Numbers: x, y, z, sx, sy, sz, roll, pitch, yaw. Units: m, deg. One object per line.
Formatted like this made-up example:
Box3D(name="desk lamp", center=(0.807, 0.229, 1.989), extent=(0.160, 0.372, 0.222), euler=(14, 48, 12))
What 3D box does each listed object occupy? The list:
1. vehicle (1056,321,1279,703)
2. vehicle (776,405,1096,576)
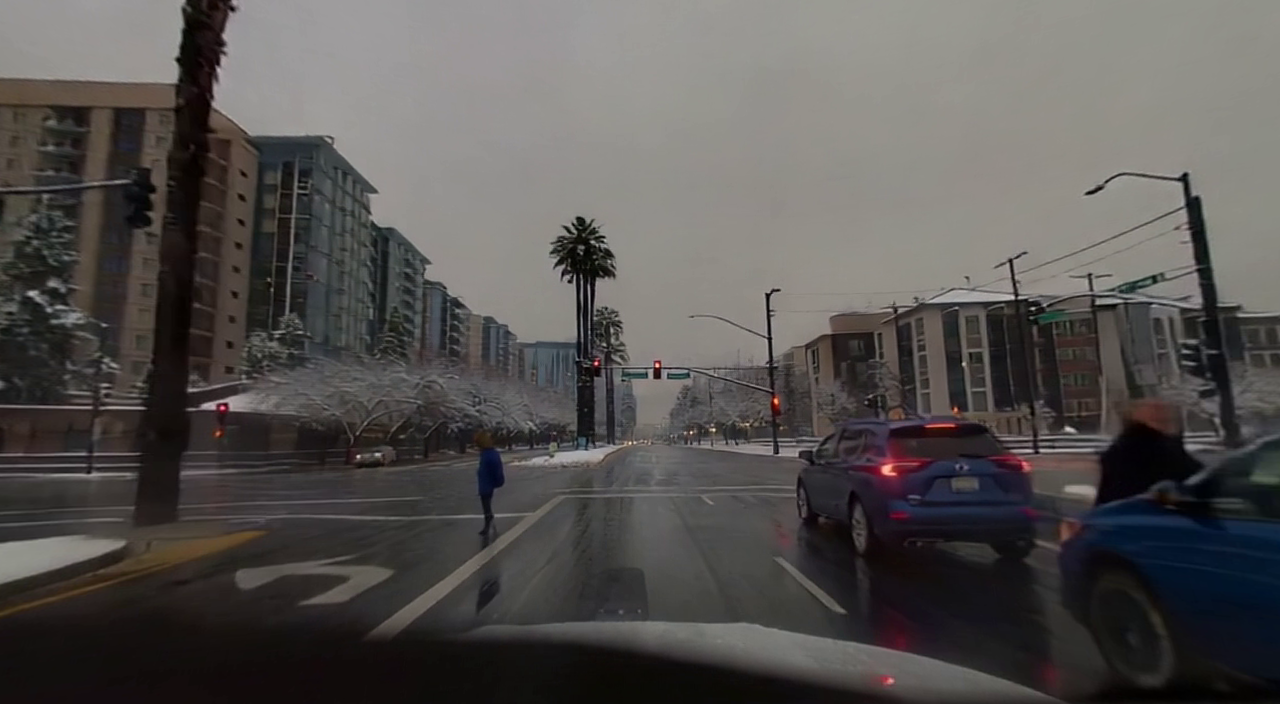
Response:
Box3D(name="vehicle", center=(3.643, 0.594, 1.491), extent=(2.060, 1.756, 4.770), euler=(0, -8, 0))
Box3D(name="vehicle", center=(3.330, 1.646, 8.260), extent=(2.060, 1.631, 4.169), euler=(0, -9, -1))
